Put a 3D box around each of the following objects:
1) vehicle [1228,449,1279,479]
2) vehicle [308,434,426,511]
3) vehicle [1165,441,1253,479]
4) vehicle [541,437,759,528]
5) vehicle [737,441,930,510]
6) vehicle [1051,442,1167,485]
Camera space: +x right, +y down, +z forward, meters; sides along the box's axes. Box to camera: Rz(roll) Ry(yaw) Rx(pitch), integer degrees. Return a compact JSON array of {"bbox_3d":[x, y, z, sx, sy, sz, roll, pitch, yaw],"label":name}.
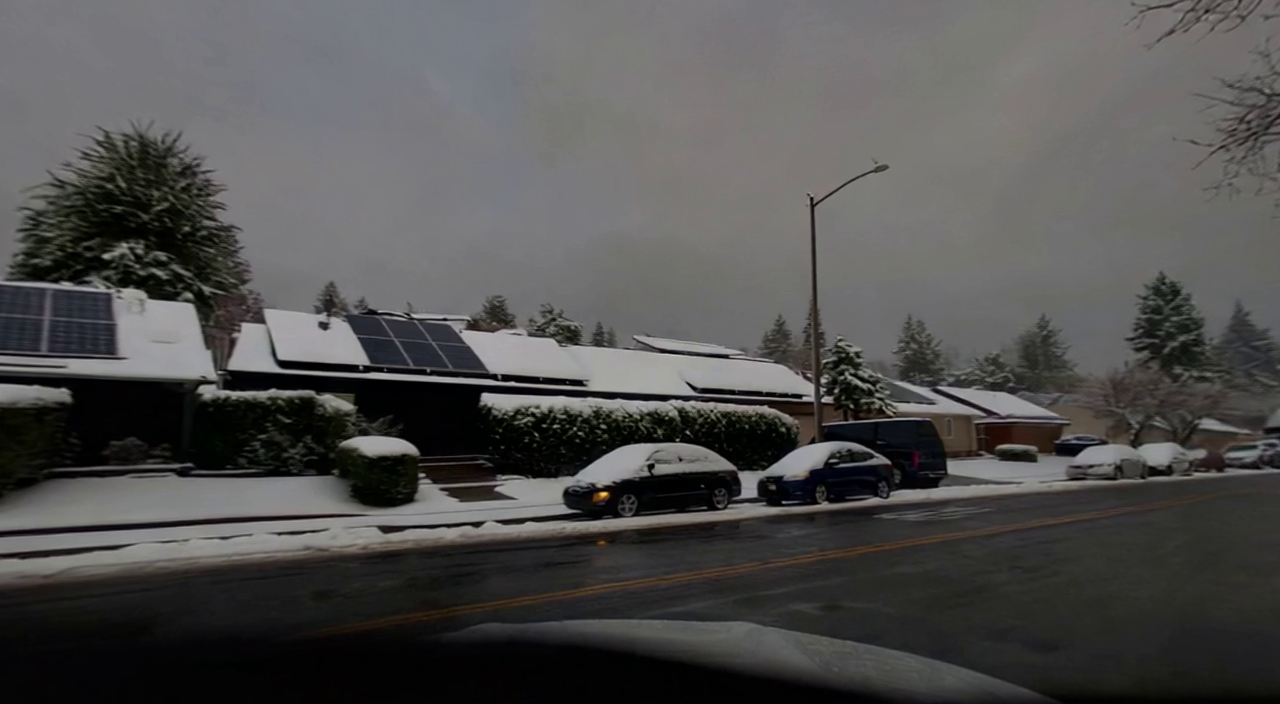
[{"bbox_3d":[35.504,6.351,35.937,4.068,1.470,1.921,5,-9,-35],"label":"vehicle"},{"bbox_3d":[-6.250,2.608,14.233,1.876,1.476,3.484,5,-9,-32],"label":"vehicle"},{"bbox_3d":[27.019,5.131,29.880,4.483,1.563,1.818,9,-12,-32],"label":"vehicle"},{"bbox_3d":[0.264,2.463,12.211,3.838,1.488,1.805,7,-11,-33],"label":"vehicle"},{"bbox_3d":[4.717,2.890,15.164,4.601,1.406,1.848,5,-11,-33],"label":"vehicle"},{"bbox_3d":[17.705,4.249,23.722,4.676,1.472,1.901,7,-14,-34],"label":"vehicle"}]
